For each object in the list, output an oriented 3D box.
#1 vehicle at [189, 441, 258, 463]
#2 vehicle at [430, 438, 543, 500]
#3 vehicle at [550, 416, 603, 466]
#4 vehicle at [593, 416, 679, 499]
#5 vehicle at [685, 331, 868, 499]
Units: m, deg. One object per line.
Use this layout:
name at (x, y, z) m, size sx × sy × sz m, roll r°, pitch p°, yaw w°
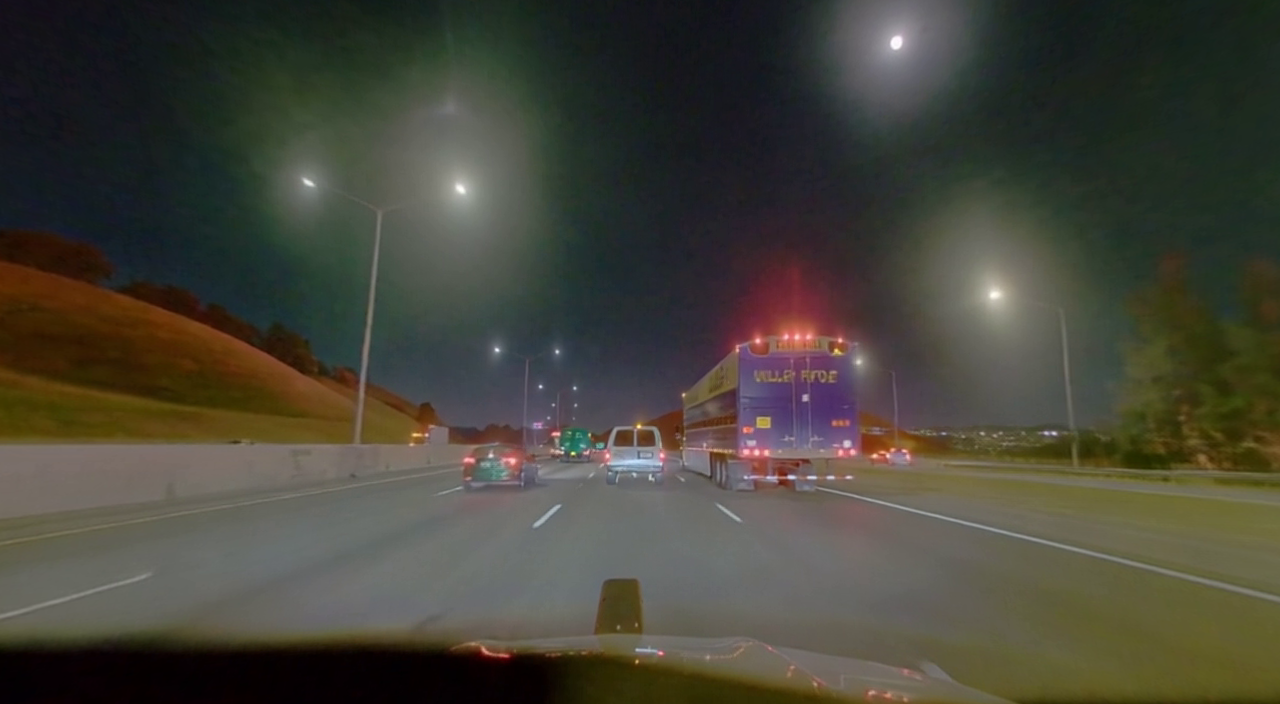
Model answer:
vehicle at (-28.948, 6.964, 44.043) m, size 1.806 × 1.435 × 4.578 m, roll 0°, pitch -8°, yaw -2°
vehicle at (-4.006, 3.112, 17.277) m, size 2.039 × 1.453 × 4.197 m, roll 0°, pitch -8°, yaw 0°
vehicle at (-4.192, 6.093, 43.116) m, size 2.947 × 3.009 × 7.991 m, roll 0°, pitch -8°, yaw -1°
vehicle at (-0.195, 2.831, 17.229) m, size 2.037 × 1.929 × 4.343 m, roll 0°, pitch -8°, yaw -3°
vehicle at (3.797, 2.455, 22.049) m, size 3.006 × 4.101 × 13.245 m, roll 0°, pitch -8°, yaw -2°
